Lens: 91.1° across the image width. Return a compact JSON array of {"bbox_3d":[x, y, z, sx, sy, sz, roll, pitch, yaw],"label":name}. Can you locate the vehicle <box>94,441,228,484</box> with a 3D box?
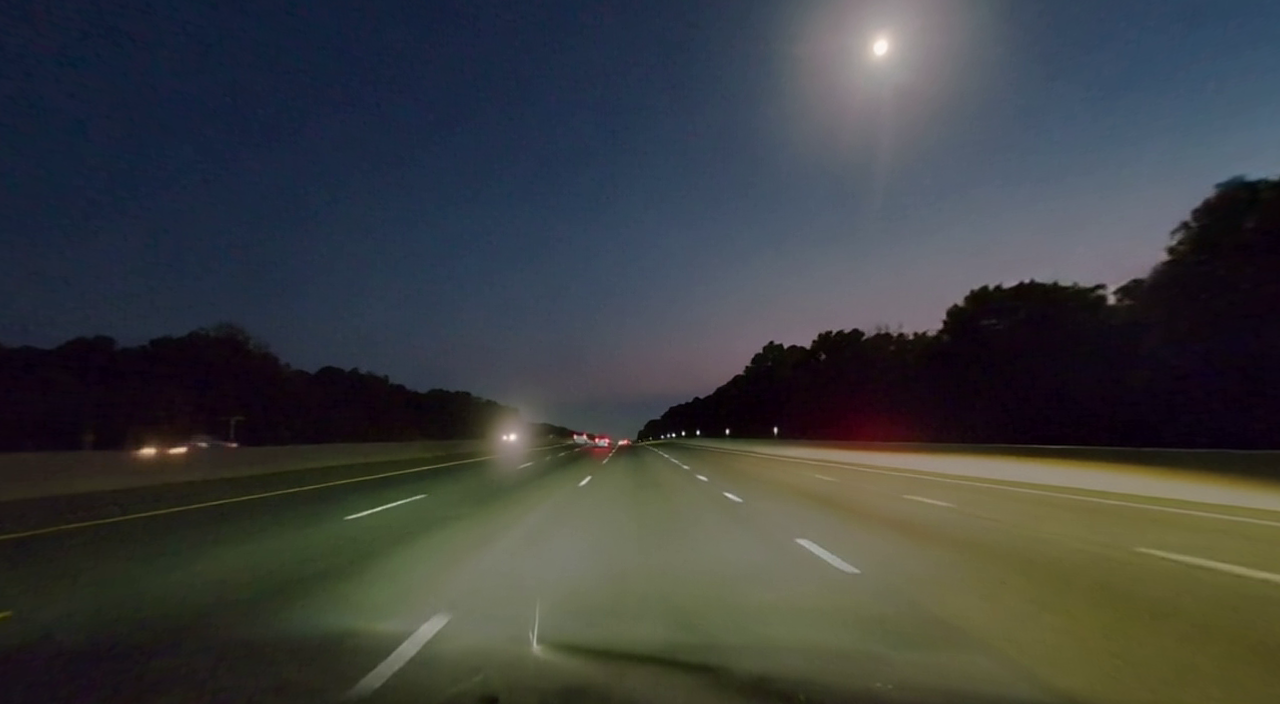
[{"bbox_3d":[-19.146,4.413,25.467,1.874,1.524,4.574,0,-8,-1],"label":"vehicle"}]
